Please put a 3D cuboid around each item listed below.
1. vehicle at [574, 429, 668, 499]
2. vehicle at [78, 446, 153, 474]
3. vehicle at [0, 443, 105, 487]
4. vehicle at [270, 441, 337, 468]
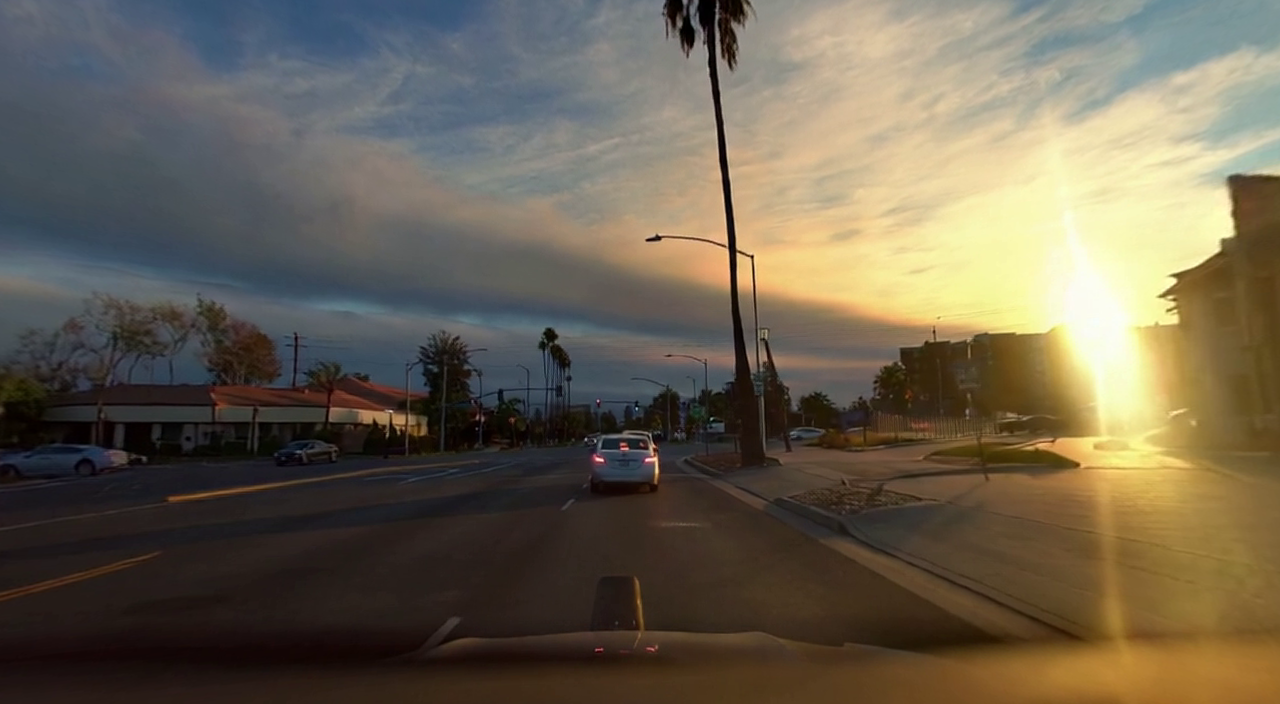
[{"bbox_3d":[-0.377,2.774,15.919,2.060,1.526,3.859,0,-9,1],"label":"vehicle"},{"bbox_3d":[-36.171,7.422,43.700,1.757,1.803,4.000,0,-9,-2],"label":"vehicle"},{"bbox_3d":[-23.719,4.361,24.299,1.974,1.470,4.892,-5,-7,2],"label":"vehicle"},{"bbox_3d":[-22.860,6.974,43.175,1.990,1.752,4.673,0,-9,0],"label":"vehicle"}]
